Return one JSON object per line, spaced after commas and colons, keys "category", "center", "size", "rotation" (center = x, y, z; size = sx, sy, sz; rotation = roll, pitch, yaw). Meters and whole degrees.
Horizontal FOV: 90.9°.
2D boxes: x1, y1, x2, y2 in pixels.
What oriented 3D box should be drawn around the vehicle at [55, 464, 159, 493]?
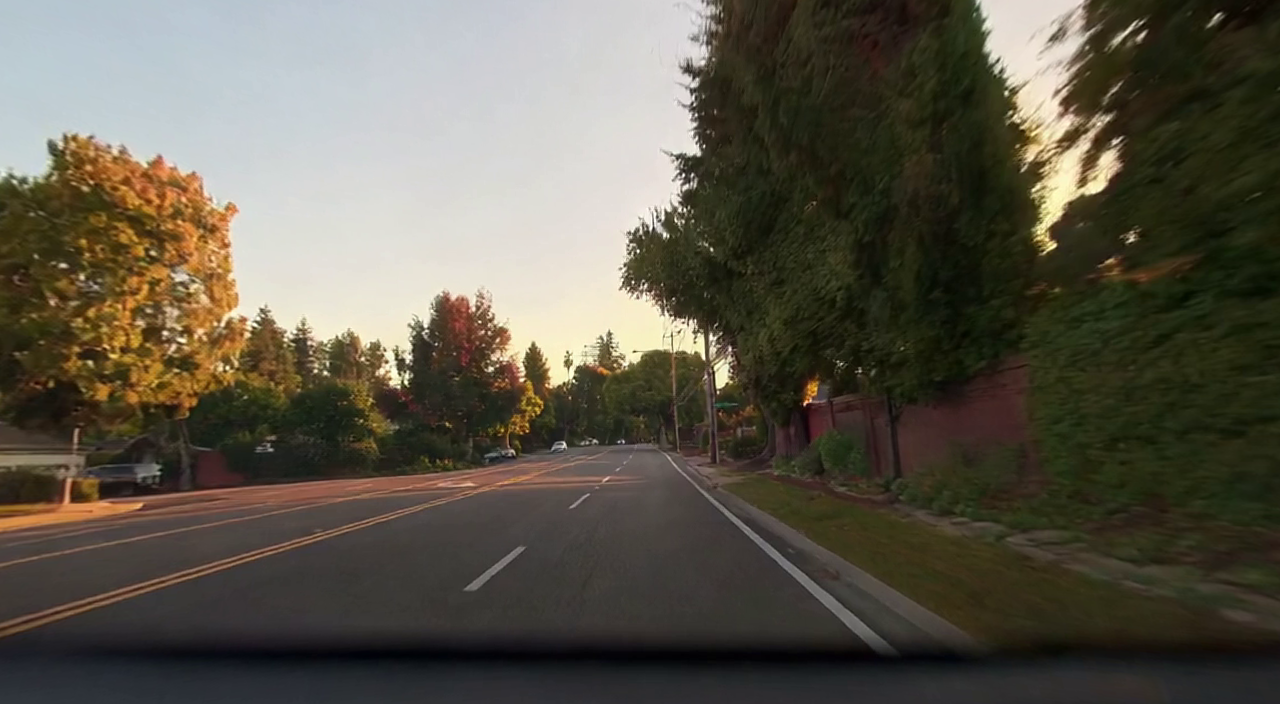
{"category": "vehicle", "center": [-29.703, 7.037, 35.209], "size": [4.175, 1.462, 1.822], "rotation": [-1, -8, 2]}
